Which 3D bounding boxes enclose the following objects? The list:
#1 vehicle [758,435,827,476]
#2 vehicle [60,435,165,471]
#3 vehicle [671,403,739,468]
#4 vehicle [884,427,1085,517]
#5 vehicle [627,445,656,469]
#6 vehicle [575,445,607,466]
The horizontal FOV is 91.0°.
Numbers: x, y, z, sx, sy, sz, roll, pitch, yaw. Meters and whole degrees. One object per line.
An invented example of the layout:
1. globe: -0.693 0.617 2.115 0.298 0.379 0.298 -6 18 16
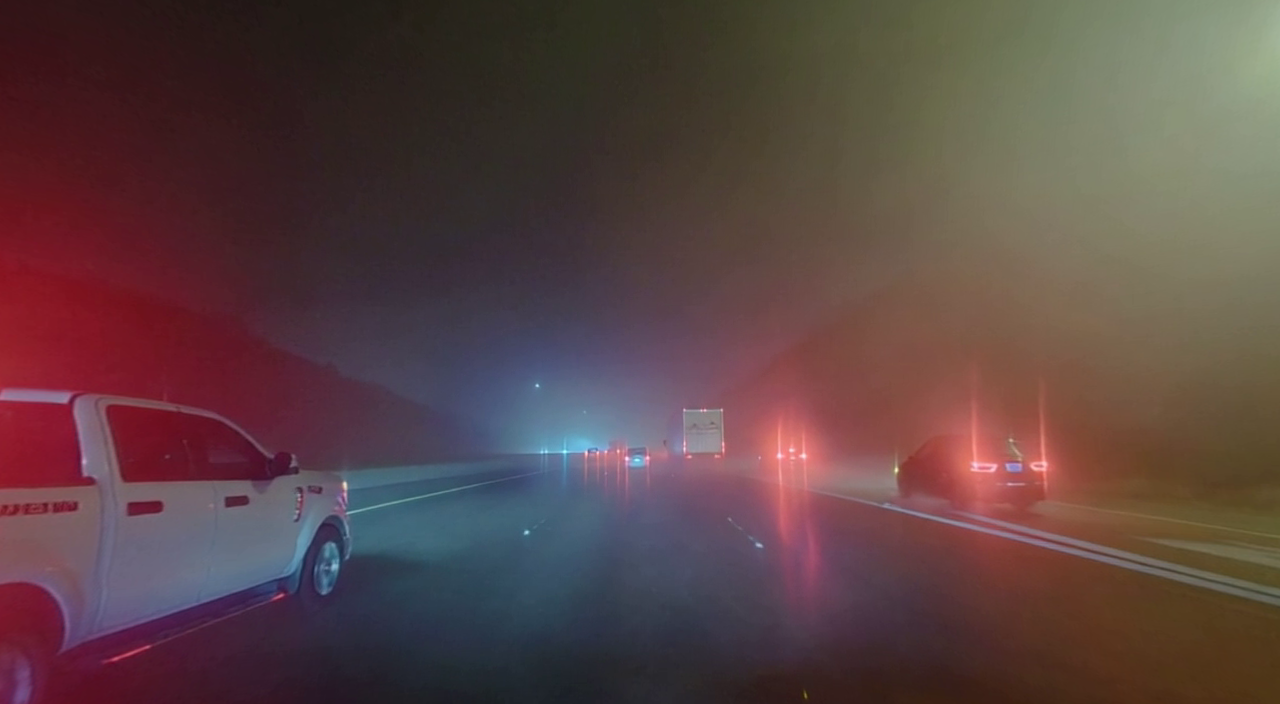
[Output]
1. vehicle: 7.269 4.977 30.518 2.143 1.775 4.729 0 -9 0
2. vehicle: -39.465 7.567 47.372 2.736 2.463 5.726 0 -9 1
3. vehicle: 3.880 5.477 40.522 3.130 3.607 11.129 0 -9 0
4. vehicle: 7.397 2.615 14.201 2.044 1.676 4.421 0 -9 1
5. vehicle: 0.070 7.013 42.262 1.866 1.492 3.932 0 -9 -1
6. vehicle: -3.747 7.979 48.650 2.132 1.506 4.256 0 -9 0
